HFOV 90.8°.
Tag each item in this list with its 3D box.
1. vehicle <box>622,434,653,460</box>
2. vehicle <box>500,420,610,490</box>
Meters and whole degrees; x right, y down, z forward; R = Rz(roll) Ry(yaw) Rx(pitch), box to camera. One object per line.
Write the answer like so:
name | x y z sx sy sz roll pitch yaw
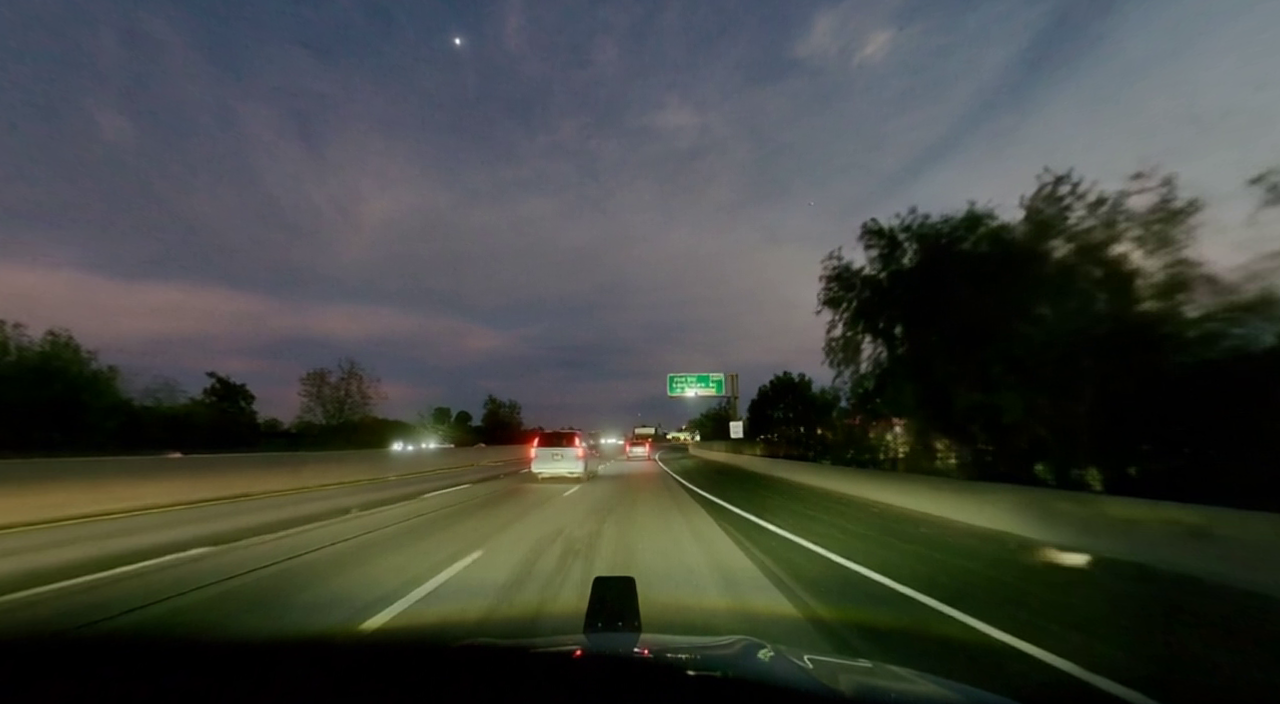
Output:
vehicle | -0.174 7.321 48.530 2.306 1.857 4.657 0 -9 0
vehicle | -2.529 3.313 20.536 2.497 1.957 5.432 -1 -9 3
